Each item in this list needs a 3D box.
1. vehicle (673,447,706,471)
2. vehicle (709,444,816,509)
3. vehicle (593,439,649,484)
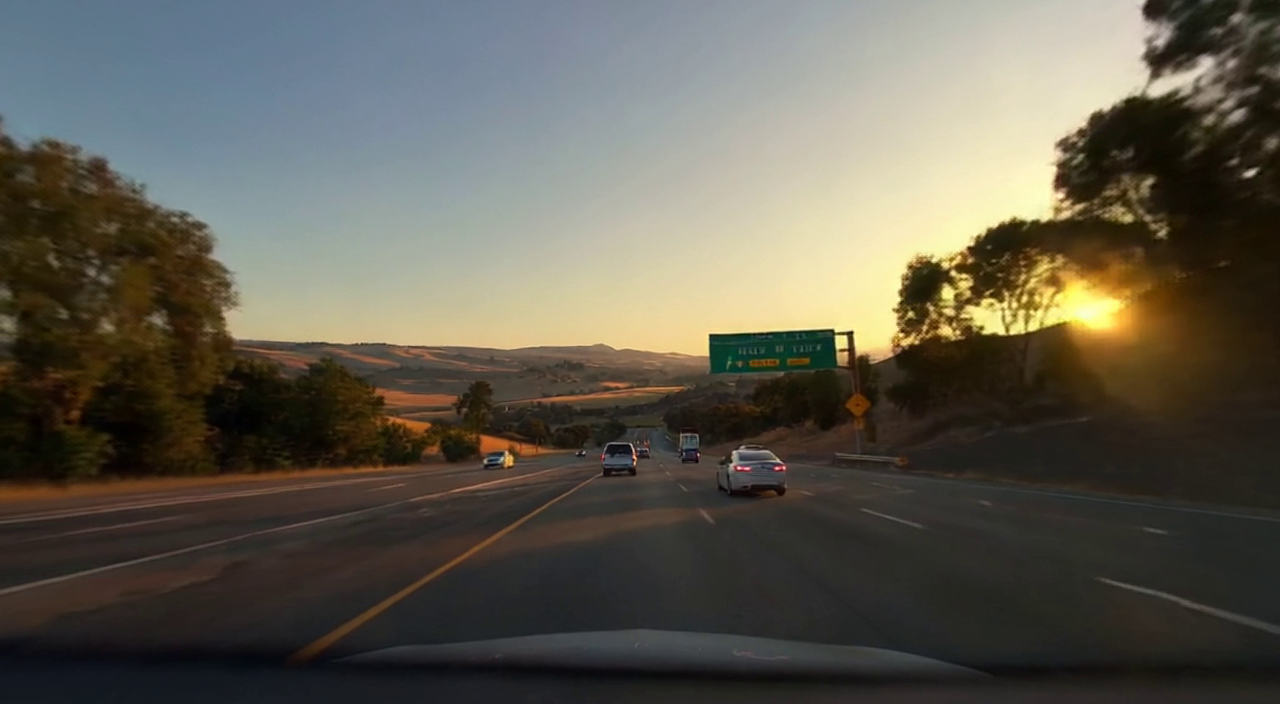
[{"bbox_3d":[3.460,7.565,44.753,2.047,1.540,4.294,0,-9,0],"label":"vehicle"},{"bbox_3d":[3.068,3.199,16.671,2.004,1.471,4.032,0,-9,0],"label":"vehicle"},{"bbox_3d":[-0.713,4.578,26.558,2.142,1.724,4.344,0,-9,0],"label":"vehicle"}]
